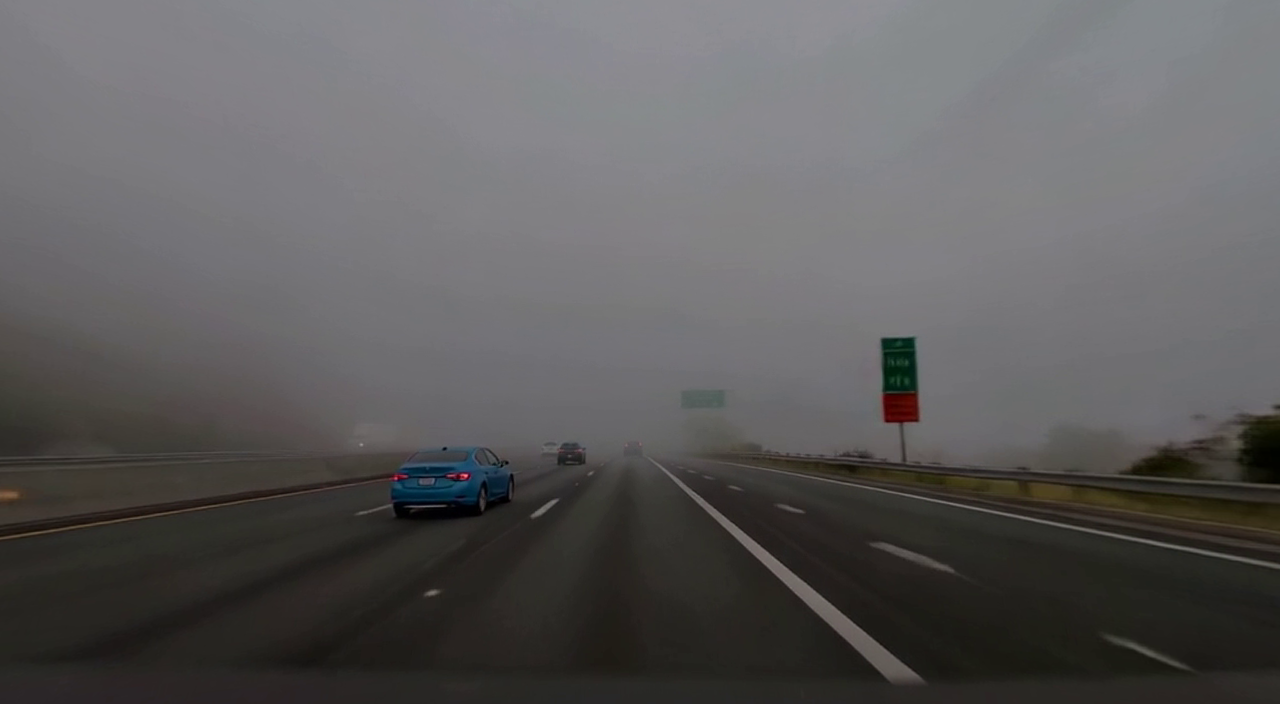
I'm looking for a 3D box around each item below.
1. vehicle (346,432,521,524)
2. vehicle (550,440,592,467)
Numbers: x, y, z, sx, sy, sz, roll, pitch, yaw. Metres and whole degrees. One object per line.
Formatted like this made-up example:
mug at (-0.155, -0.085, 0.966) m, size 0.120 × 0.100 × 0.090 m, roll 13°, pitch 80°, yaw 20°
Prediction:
vehicle at (-3.832, 2.413, 12.702) m, size 2.025 × 1.506 × 4.429 m, roll 0°, pitch -8°, yaw 0°
vehicle at (-4.080, 6.079, 37.928) m, size 2.068 × 1.501 × 4.395 m, roll 0°, pitch -8°, yaw -1°
